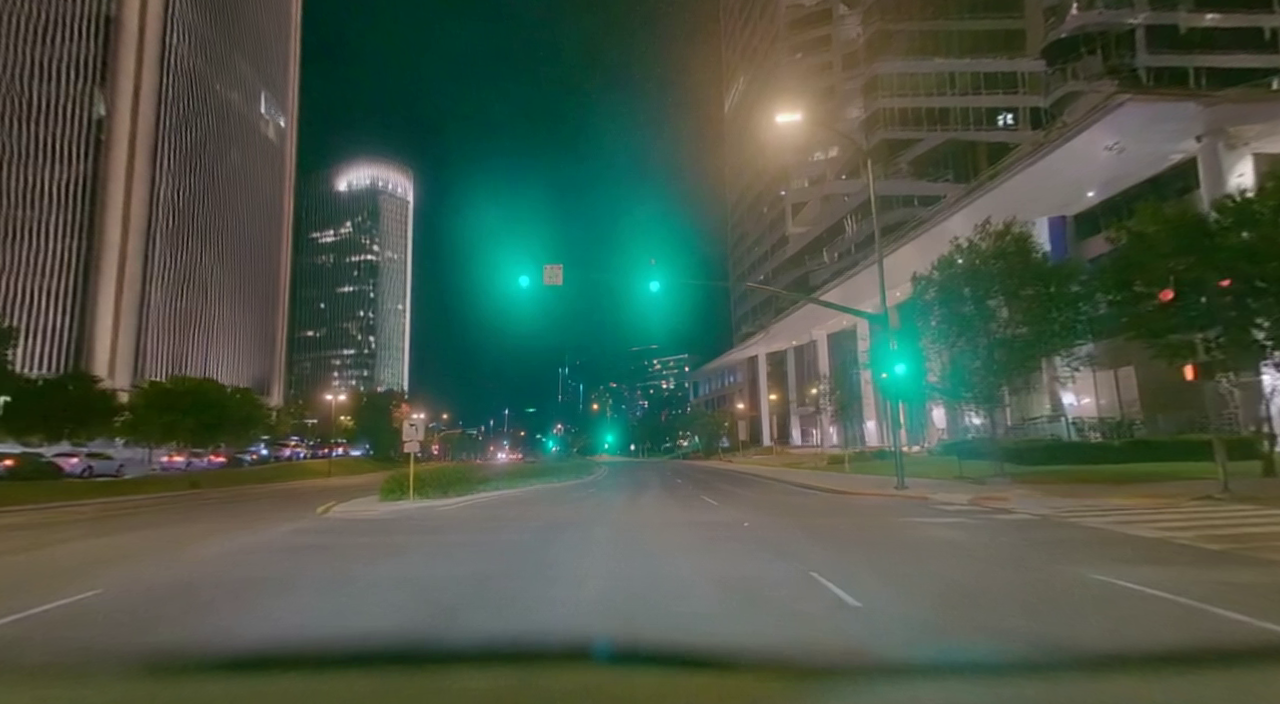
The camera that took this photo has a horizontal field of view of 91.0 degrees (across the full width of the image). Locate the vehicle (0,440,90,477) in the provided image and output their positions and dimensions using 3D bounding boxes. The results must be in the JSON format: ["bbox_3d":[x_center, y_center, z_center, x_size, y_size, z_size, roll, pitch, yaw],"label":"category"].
[{"bbox_3d":[-29.227,5.028,29.884,4.290,1.654,1.974,0,-9,-2],"label":"vehicle"}]

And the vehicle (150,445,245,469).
[{"bbox_3d":[-28.867,6.857,41.226,4.652,1.489,1.992,0,-9,-2],"label":"vehicle"}]
